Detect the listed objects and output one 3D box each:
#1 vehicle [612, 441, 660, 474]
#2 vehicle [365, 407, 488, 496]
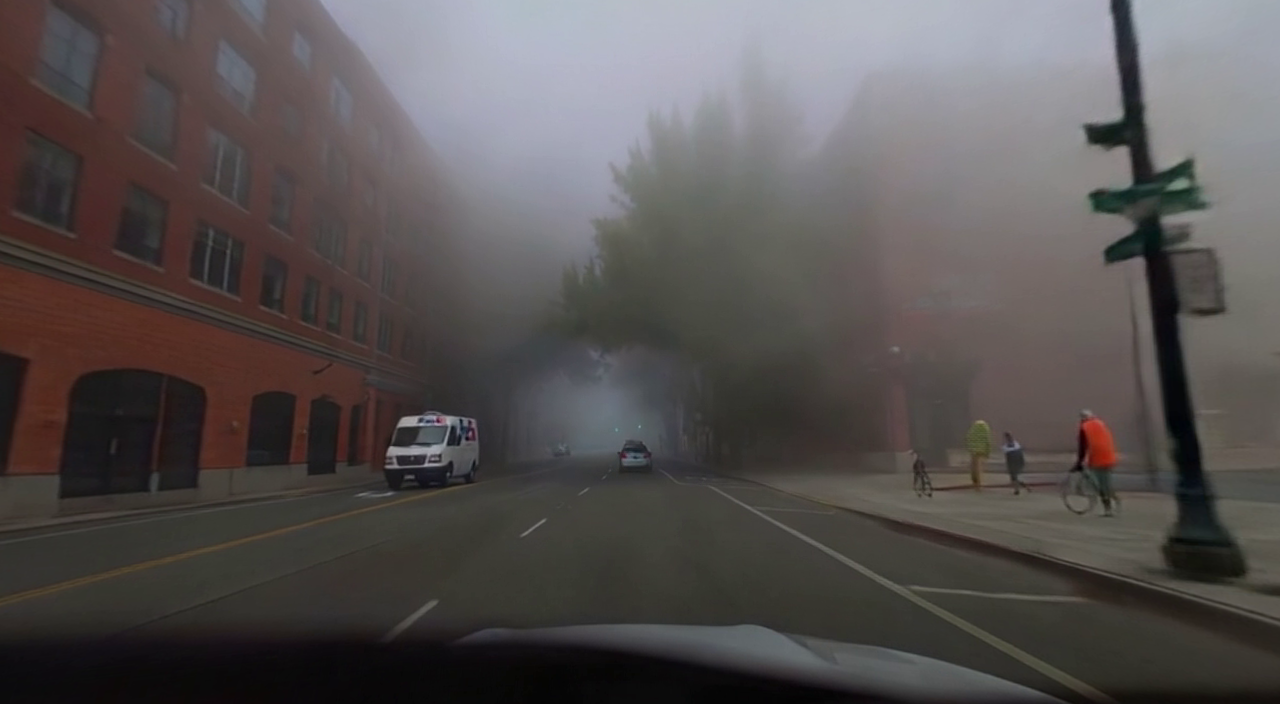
[{"bbox_3d":[-0.266,5.527,33.349,2.356,1.572,4.810,0,-8,-2],"label":"vehicle"},{"bbox_3d":[-7.059,3.376,21.773,2.418,2.620,5.522,-1,-8,-1],"label":"vehicle"}]
